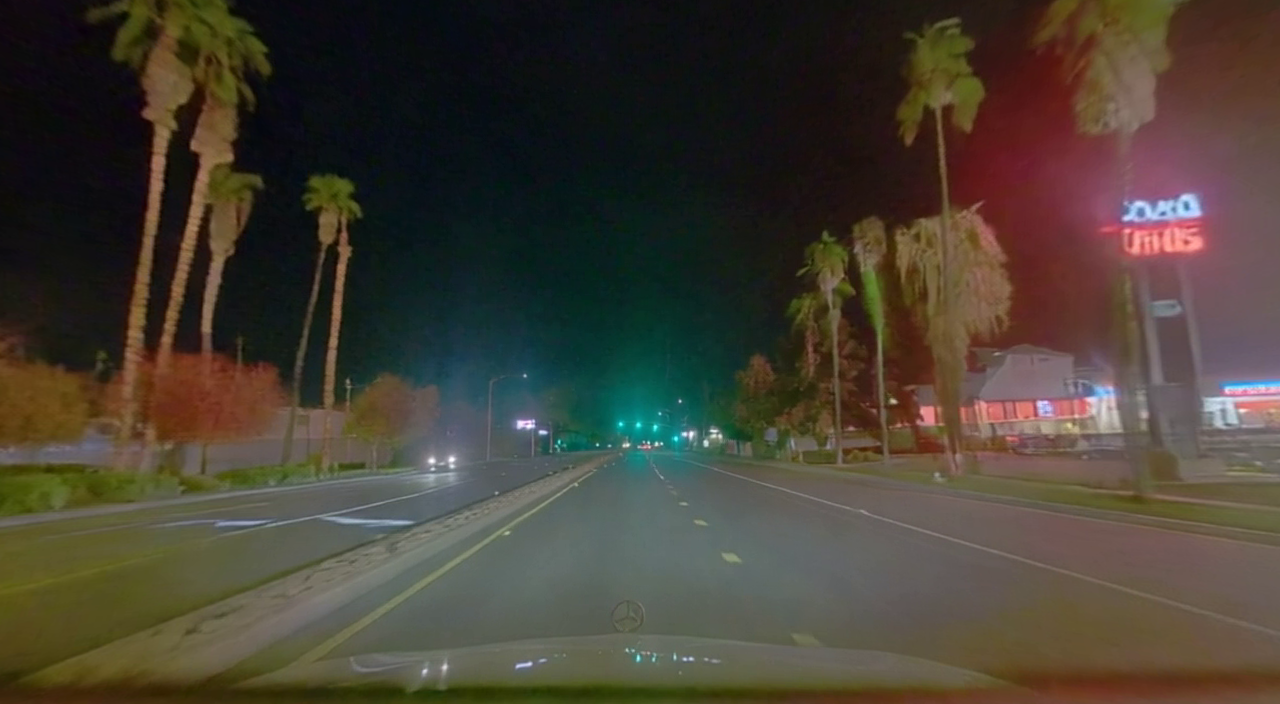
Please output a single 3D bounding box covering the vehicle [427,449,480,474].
[{"bbox_3d":[-12.186,7.159,41.624,2.015,1.484,4.651,0,-8,0],"label":"vehicle"}]
